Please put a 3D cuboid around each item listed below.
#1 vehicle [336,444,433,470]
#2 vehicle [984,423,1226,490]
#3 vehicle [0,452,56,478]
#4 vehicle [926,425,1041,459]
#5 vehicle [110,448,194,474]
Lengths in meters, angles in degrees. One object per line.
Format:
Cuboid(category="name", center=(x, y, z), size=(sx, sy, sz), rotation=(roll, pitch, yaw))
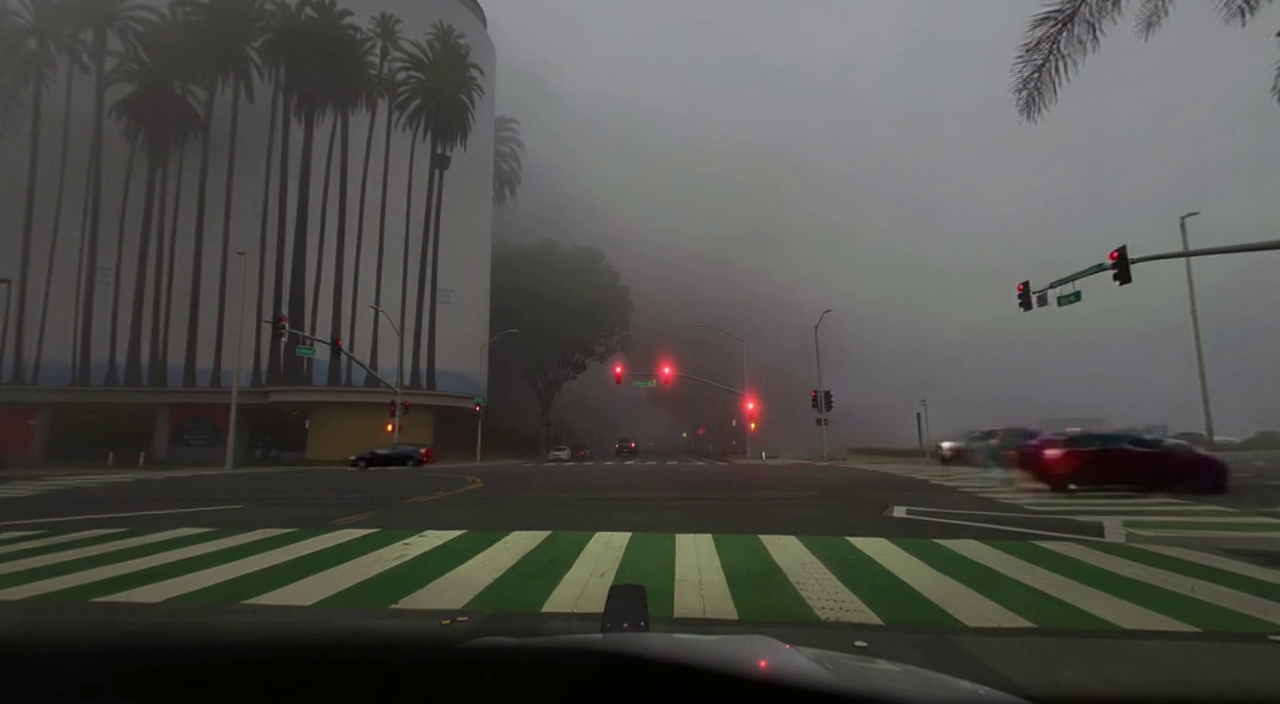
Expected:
Cuboid(category="vehicle", center=(-14.916, 6.170, 37.010), size=(4.893, 1.458, 1.791), rotation=(0, -8, 1))
Cuboid(category="vehicle", center=(12.257, 2.777, 16.890), size=(4.875, 1.669, 1.953), rotation=(0, -8, 0))
Cuboid(category="vehicle", center=(-38.115, 6.715, 37.531), size=(4.784, 1.465, 1.798), rotation=(0, -8, 0))
Cuboid(category="vehicle", center=(20.071, 5.302, 37.038), size=(5.477, 1.880, 2.125), rotation=(0, -8, 1))
Cuboid(category="vehicle", center=(-33.070, 7.399, 42.766), size=(4.136, 1.661, 1.857), rotation=(0, -8, 0))
